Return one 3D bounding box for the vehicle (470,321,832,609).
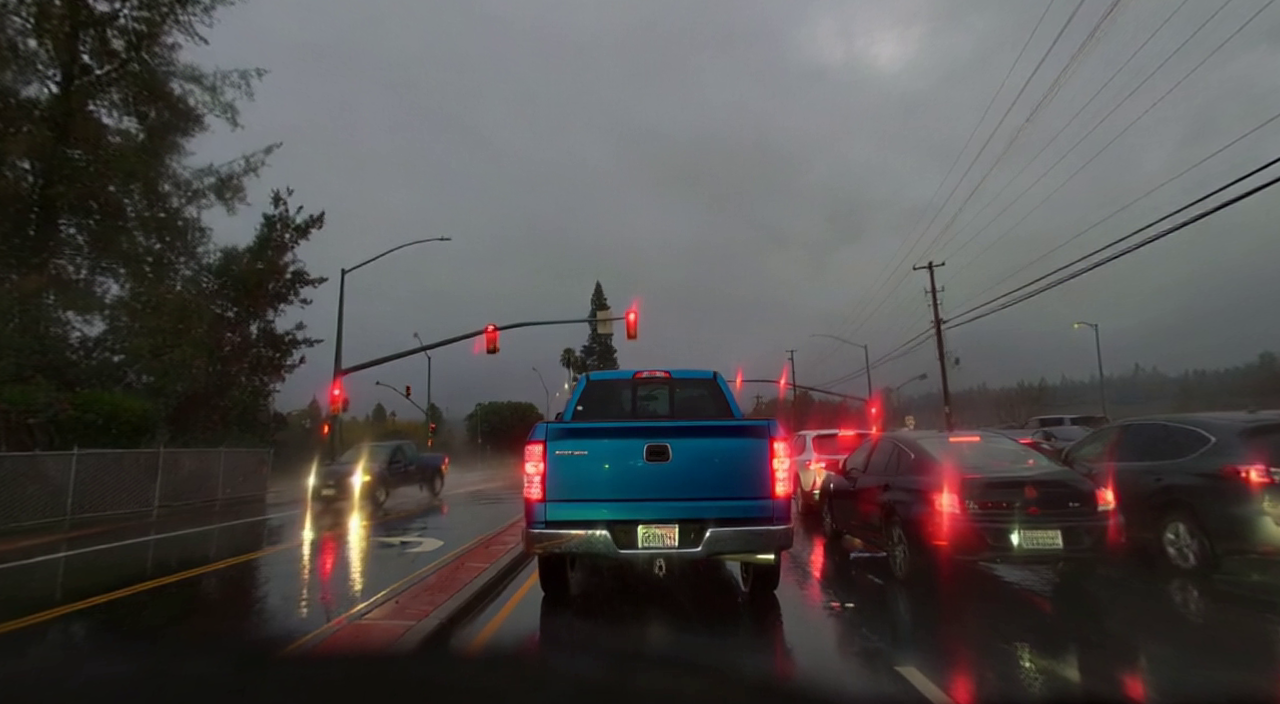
[{"bbox_3d":[0.122,1.324,8.135,2.831,2.284,6.149,0,-8,1],"label":"vehicle"}]

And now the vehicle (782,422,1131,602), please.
[{"bbox_3d":[3.115,1.645,7.376,1.993,1.495,4.060,0,-8,1],"label":"vehicle"}]

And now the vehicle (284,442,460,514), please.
[{"bbox_3d":[-7.101,3.357,17.407,2.369,1.690,4.529,-1,-9,8],"label":"vehicle"}]

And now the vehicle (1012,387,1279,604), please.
[{"bbox_3d":[6.154,1.369,6.485,1.982,1.727,4.352,0,-8,1],"label":"vehicle"}]
